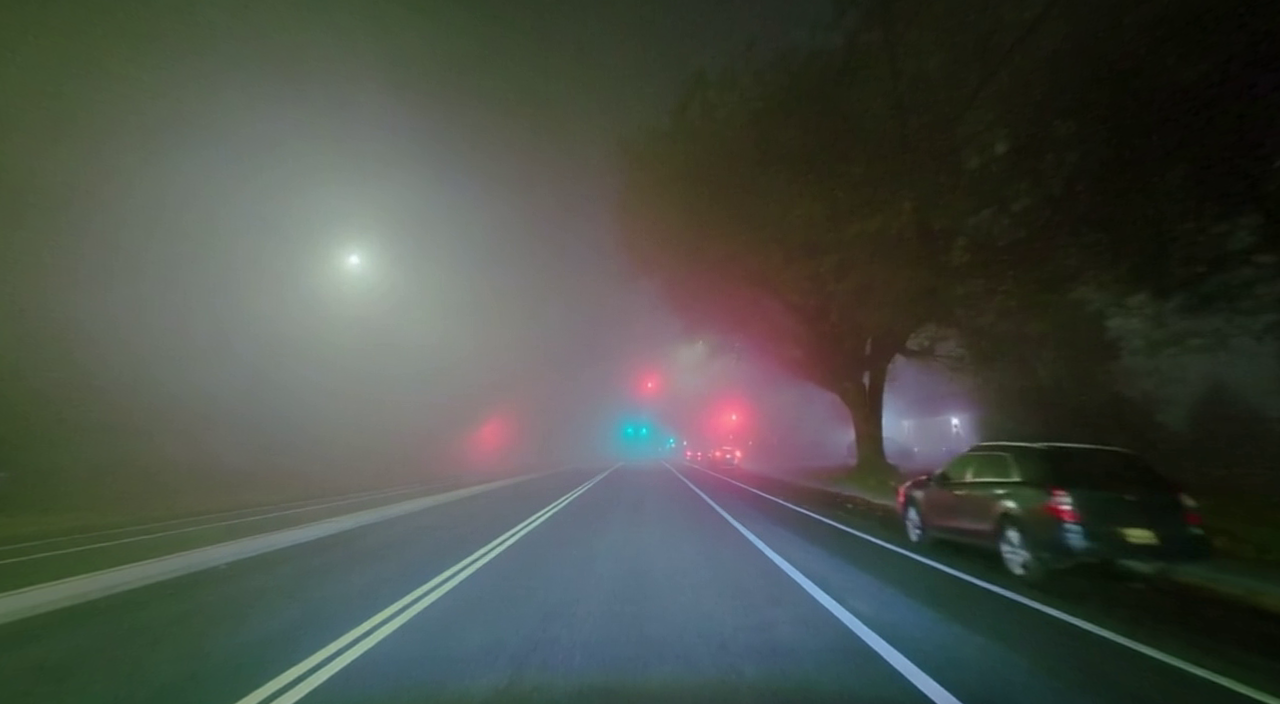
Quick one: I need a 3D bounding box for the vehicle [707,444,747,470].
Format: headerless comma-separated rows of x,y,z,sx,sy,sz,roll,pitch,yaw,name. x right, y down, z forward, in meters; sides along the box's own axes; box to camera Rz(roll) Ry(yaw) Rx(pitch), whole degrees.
5.369,6.536,39.436,1.955,1.549,4.129,0,-8,0,vehicle

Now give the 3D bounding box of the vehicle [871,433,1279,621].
4.812,1.780,7.609,2.021,1.491,4.906,1,-8,-2,vehicle
